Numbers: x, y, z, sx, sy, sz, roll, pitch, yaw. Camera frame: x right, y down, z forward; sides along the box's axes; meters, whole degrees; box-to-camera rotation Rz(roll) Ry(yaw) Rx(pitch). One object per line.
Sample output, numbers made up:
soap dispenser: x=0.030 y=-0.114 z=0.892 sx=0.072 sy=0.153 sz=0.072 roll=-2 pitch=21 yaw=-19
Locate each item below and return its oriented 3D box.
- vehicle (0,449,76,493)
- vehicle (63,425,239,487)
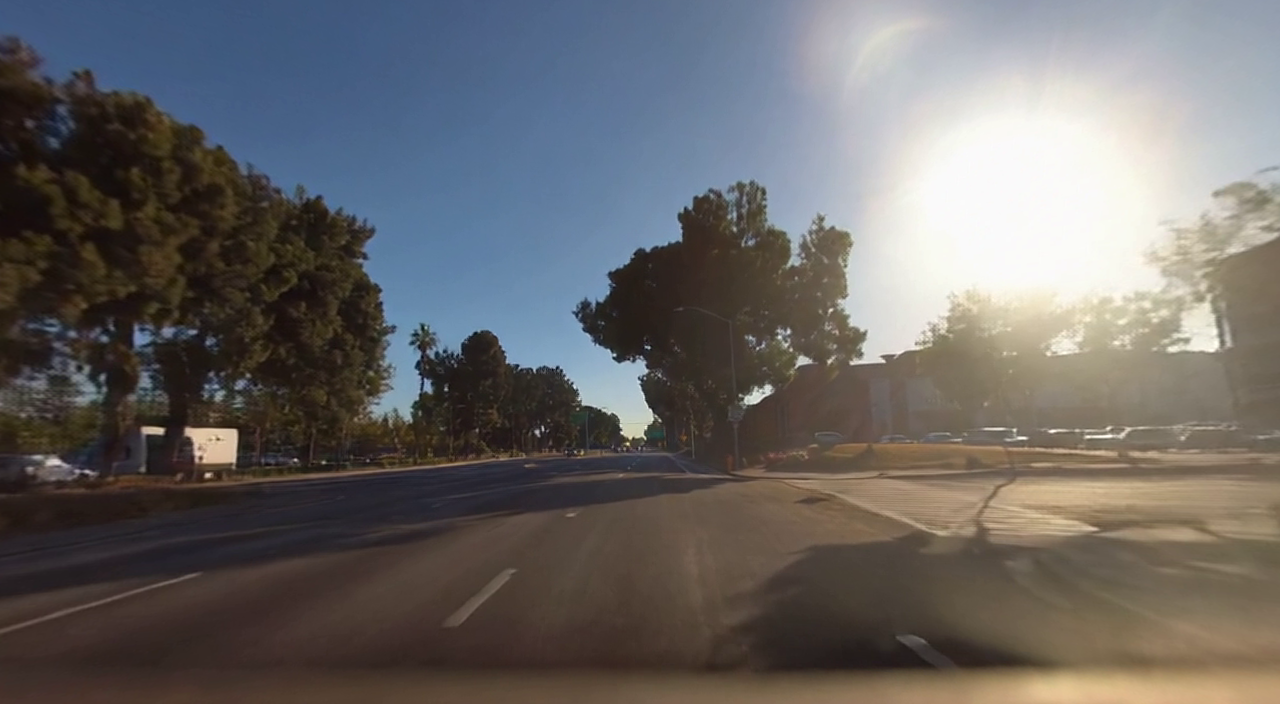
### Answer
vehicle: x=-34.466 y=6.416 z=34.113 sx=5.521 sy=2.214 sz=2.704 roll=-2 pitch=-8 yaw=7
vehicle: x=-34.616 y=7.460 z=45.685 sx=2.955 sy=3.868 sz=11.255 roll=-1 pitch=-8 yaw=5
